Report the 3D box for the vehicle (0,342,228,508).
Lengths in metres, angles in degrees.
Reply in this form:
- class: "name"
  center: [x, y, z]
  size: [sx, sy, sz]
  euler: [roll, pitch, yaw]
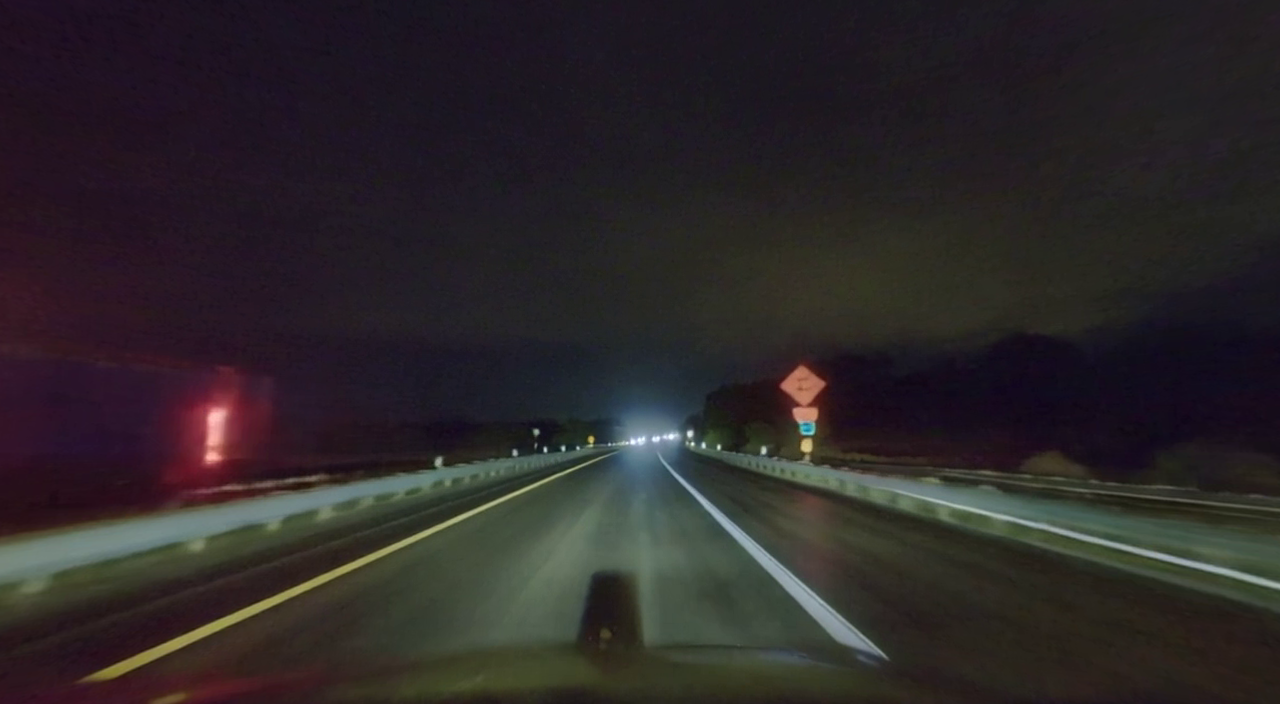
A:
- class: "vehicle"
  center: [-17.481, 2.027, 17.240]
  size: [2.937, 4.107, 13.979]
  euler: [0, -8, 0]
